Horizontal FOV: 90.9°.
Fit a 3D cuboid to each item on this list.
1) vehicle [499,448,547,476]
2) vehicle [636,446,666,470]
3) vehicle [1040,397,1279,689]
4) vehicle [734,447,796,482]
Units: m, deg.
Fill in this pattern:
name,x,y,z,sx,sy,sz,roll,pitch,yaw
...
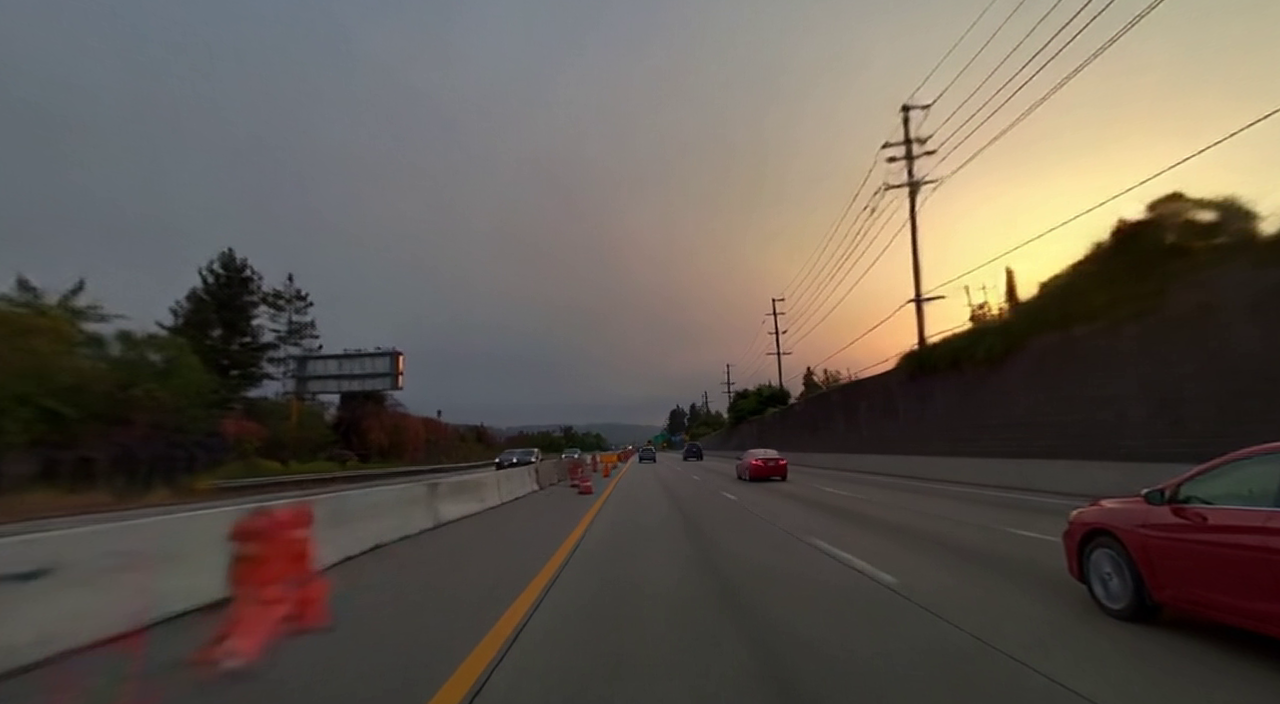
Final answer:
name,x,y,z,sx,sy,sz,roll,pitch,yaw
vehicle,-7.356,6.942,40.137,1.941,1.594,4.791,0,-8,2
vehicle,0.771,7.653,45.783,2.096,1.583,4.150,0,-8,0
vehicle,4.472,0.994,3.152,1.997,1.568,4.529,0,-8,1
vehicle,5.493,4.963,28.214,1.881,1.409,4.016,0,-8,-1
